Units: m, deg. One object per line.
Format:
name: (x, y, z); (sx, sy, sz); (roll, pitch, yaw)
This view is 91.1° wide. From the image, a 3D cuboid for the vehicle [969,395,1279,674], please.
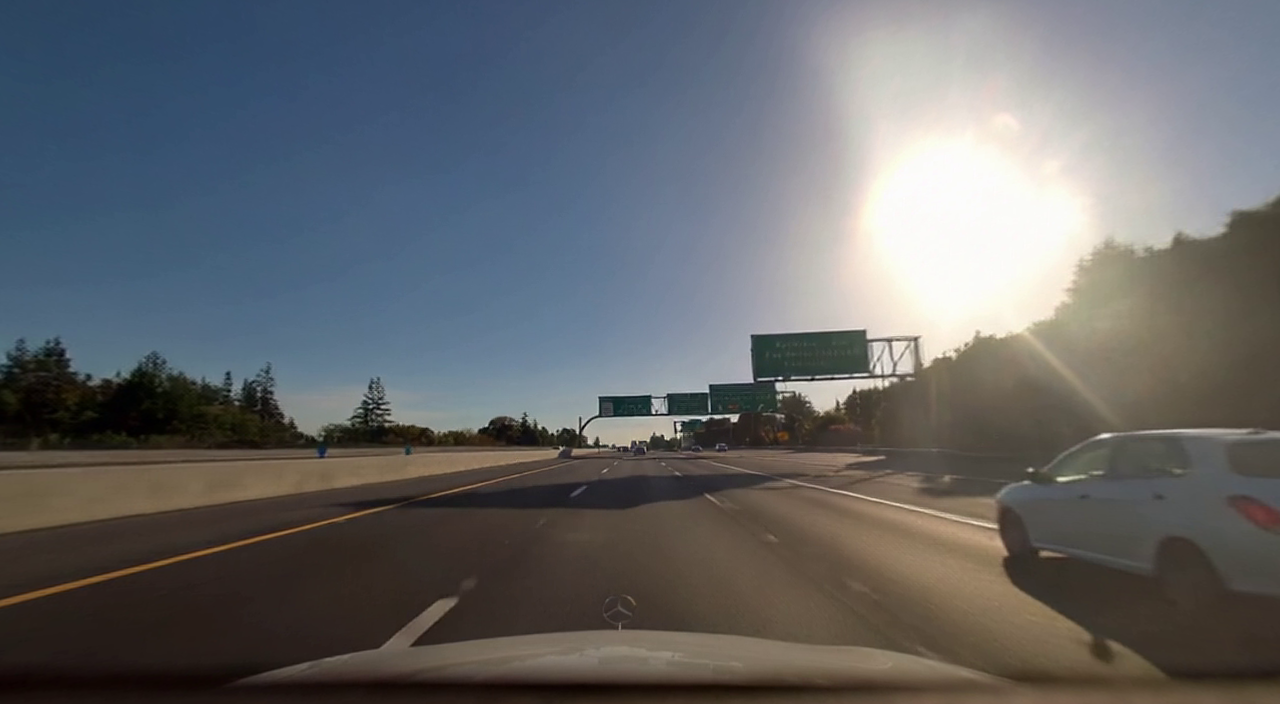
vehicle: (4.541, 1.179, 4.624); (1.984, 1.540, 3.973); (-1, -9, -1)
